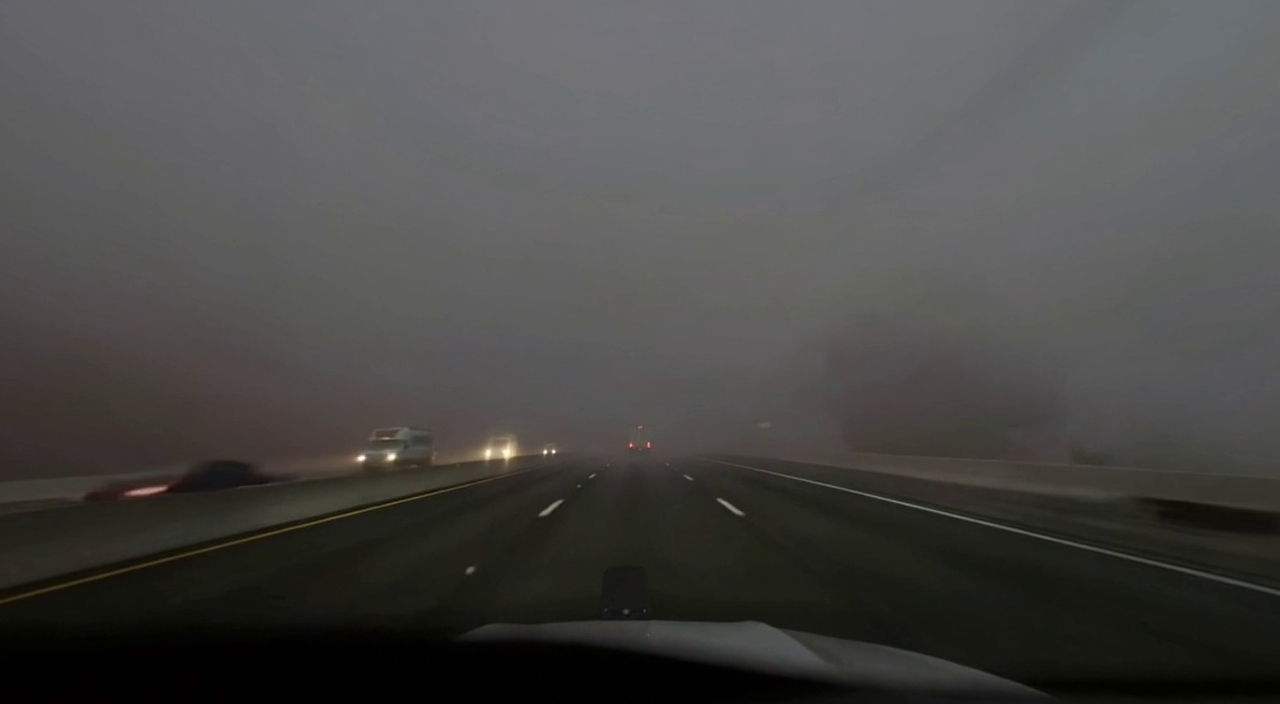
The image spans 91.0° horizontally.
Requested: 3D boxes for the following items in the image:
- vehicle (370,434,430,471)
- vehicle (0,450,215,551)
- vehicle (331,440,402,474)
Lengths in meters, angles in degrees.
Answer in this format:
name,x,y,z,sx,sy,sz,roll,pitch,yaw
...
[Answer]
name,x,y,z,sx,sy,sz,roll,pitch,yaw
vehicle,-18.823,7.876,49.672,2.424,2.756,5.523,0,-8,1
vehicle,-10.477,2.631,11.888,1.934,1.497,4.181,0,-8,0
vehicle,-18.739,7.164,43.378,2.403,2.187,5.419,0,-8,0
